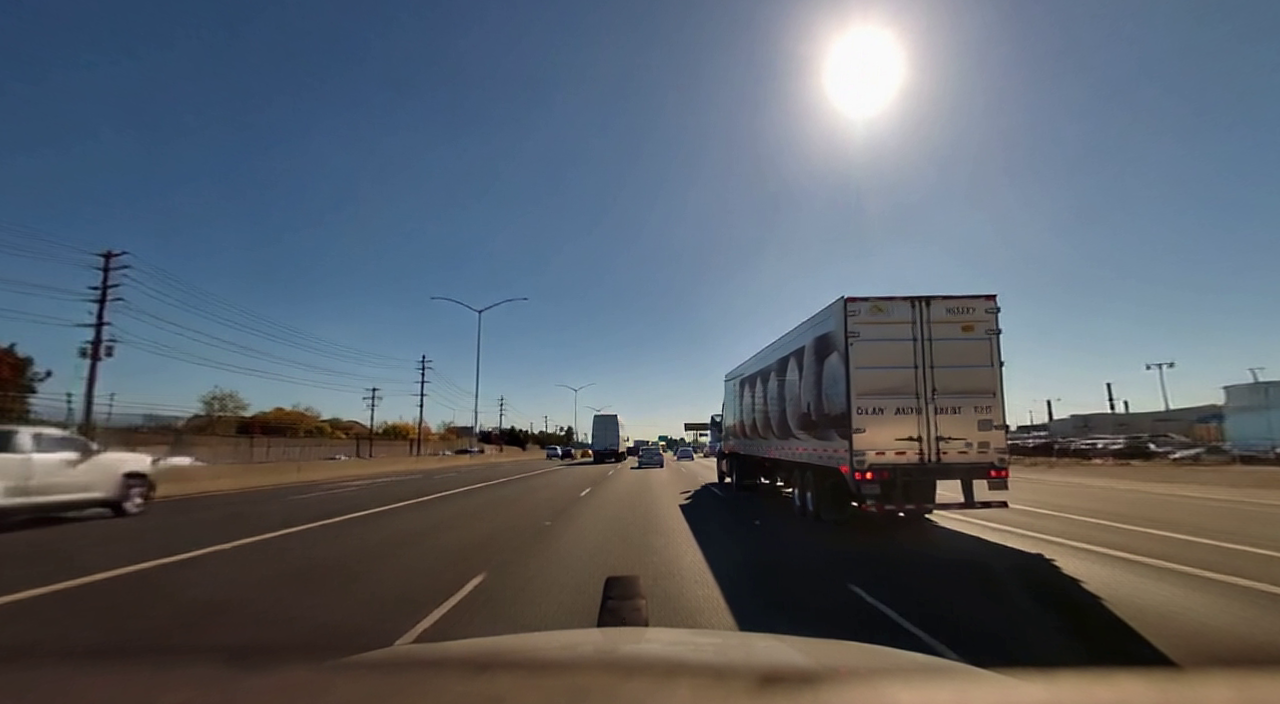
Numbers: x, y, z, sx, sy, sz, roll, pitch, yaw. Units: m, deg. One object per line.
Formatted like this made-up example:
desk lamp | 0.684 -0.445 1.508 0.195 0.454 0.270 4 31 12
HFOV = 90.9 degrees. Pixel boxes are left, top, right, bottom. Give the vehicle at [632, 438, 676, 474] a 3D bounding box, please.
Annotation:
vehicle | 0.749 5.771 35.278 2.279 1.837 4.747 0 -8 0

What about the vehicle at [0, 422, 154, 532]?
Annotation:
vehicle | -10.895 2.011 10.266 2.097 1.673 4.730 0 -8 1
